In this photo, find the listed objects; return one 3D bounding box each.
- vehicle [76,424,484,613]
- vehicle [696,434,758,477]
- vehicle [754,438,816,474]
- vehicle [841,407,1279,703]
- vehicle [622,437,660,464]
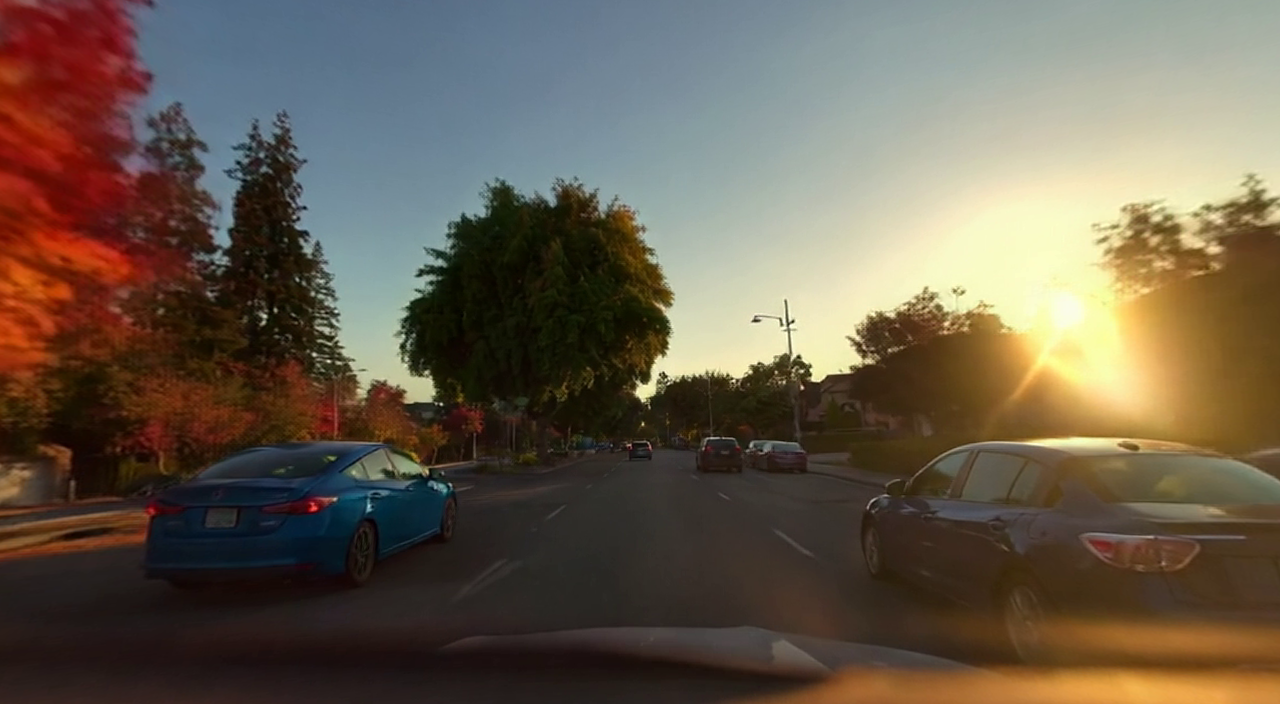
[{"bbox_3d":[-3.442,1.659,7.325,1.997,1.479,4.547,0,-8,1],"label":"vehicle"},{"bbox_3d":[3.622,4.402,26.933,2.019,1.675,4.488,0,-8,0],"label":"vehicle"},{"bbox_3d":[7.078,5.108,31.102,1.933,1.647,4.487,0,-8,-1],"label":"vehicle"},{"bbox_3d":[3.304,1.293,4.820,2.060,1.474,4.475,0,-8,0],"label":"vehicle"},{"bbox_3d":[0.086,6.289,40.199,2.293,1.662,4.262,0,-8,1],"label":"vehicle"}]
